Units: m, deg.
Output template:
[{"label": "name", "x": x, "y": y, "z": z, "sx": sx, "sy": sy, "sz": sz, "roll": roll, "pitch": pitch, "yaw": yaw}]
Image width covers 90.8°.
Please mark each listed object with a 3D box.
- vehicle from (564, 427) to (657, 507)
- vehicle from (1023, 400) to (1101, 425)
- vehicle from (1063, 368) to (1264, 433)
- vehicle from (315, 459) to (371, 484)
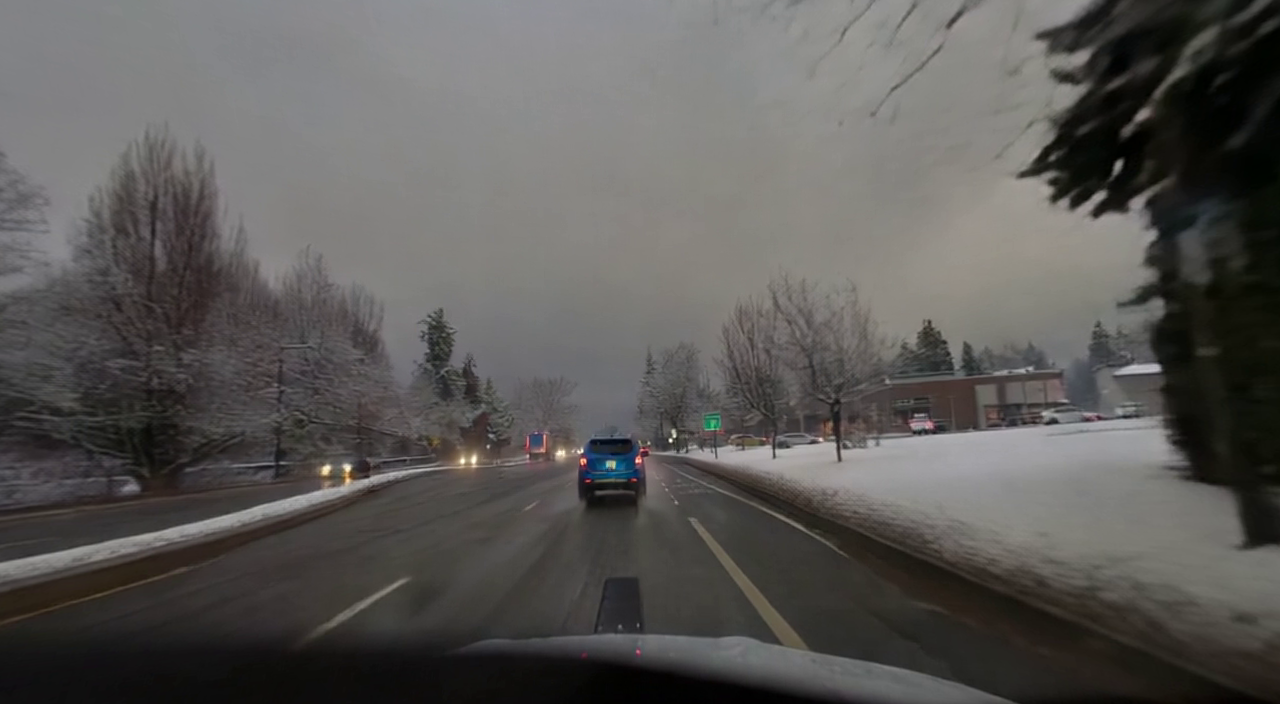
[{"label": "vehicle", "x": -0.722, "y": 2.960, "z": 16.639, "sx": 2.131, "sy": 1.761, "sz": 4.242, "roll": -1, "pitch": -9, "yaw": -1}, {"label": "vehicle", "x": 32.371, "y": 4.700, "z": 48.584, "sx": 1.851, "sy": 1.595, "sz": 4.463, "roll": 3, "pitch": -10, "yaw": -28}, {"label": "vehicle", "x": 13.286, "y": 1.284, "z": 16.206, "sx": 3.652, "sy": 1.481, "sz": 1.632, "roll": -1, "pitch": -8, "yaw": -1}, {"label": "vehicle", "x": -20.034, "y": 8.043, "z": 42.773, "sx": 1.945, "sy": 1.444, "sz": 4.406, "roll": 0, "pitch": -9, "yaw": -4}]
